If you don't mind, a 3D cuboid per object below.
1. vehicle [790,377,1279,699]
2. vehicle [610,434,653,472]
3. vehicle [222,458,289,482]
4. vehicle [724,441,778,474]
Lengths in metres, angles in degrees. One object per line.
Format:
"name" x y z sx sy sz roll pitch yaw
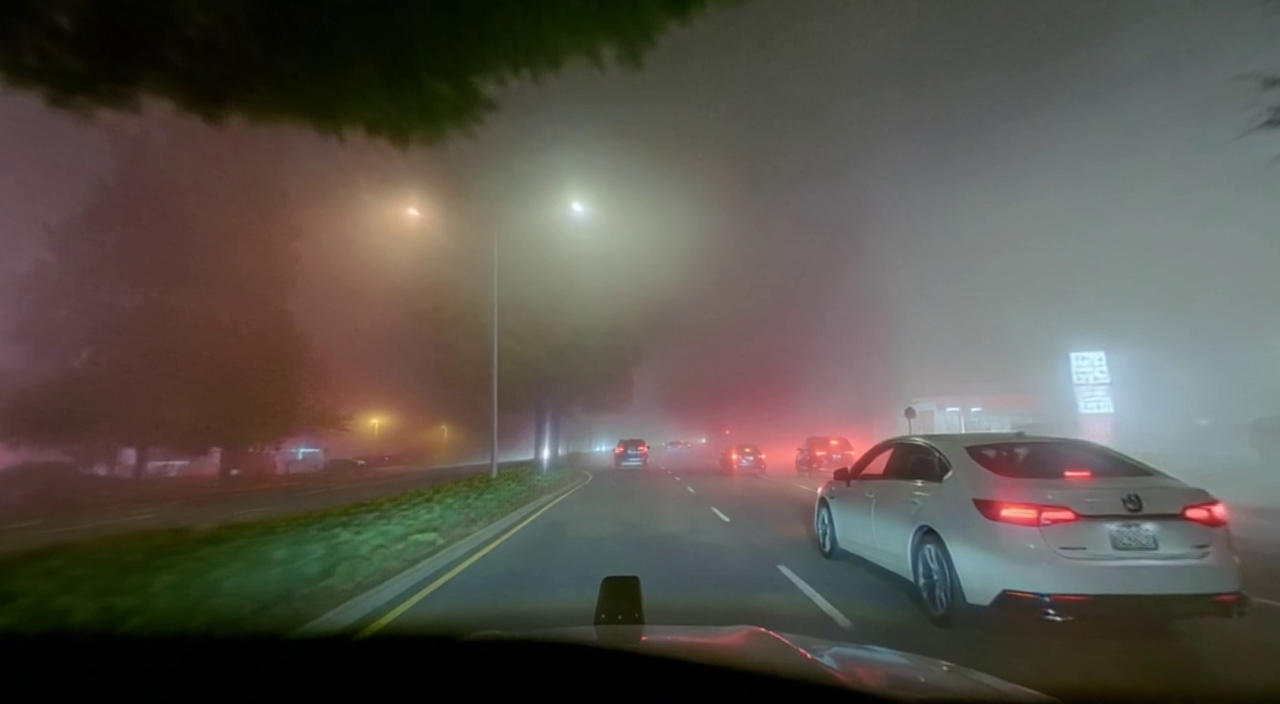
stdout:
"vehicle" 2.989 1.291 5.600 2.153 1.658 4.485 0 -8 -1
"vehicle" -0.420 5.199 32.558 2.106 1.798 4.168 0 -8 0
"vehicle" -30.113 9.244 49.515 4.040 1.444 1.905 -4 -8 -1
"vehicle" 5.228 5.014 30.333 1.883 1.452 4.258 0 -8 1
